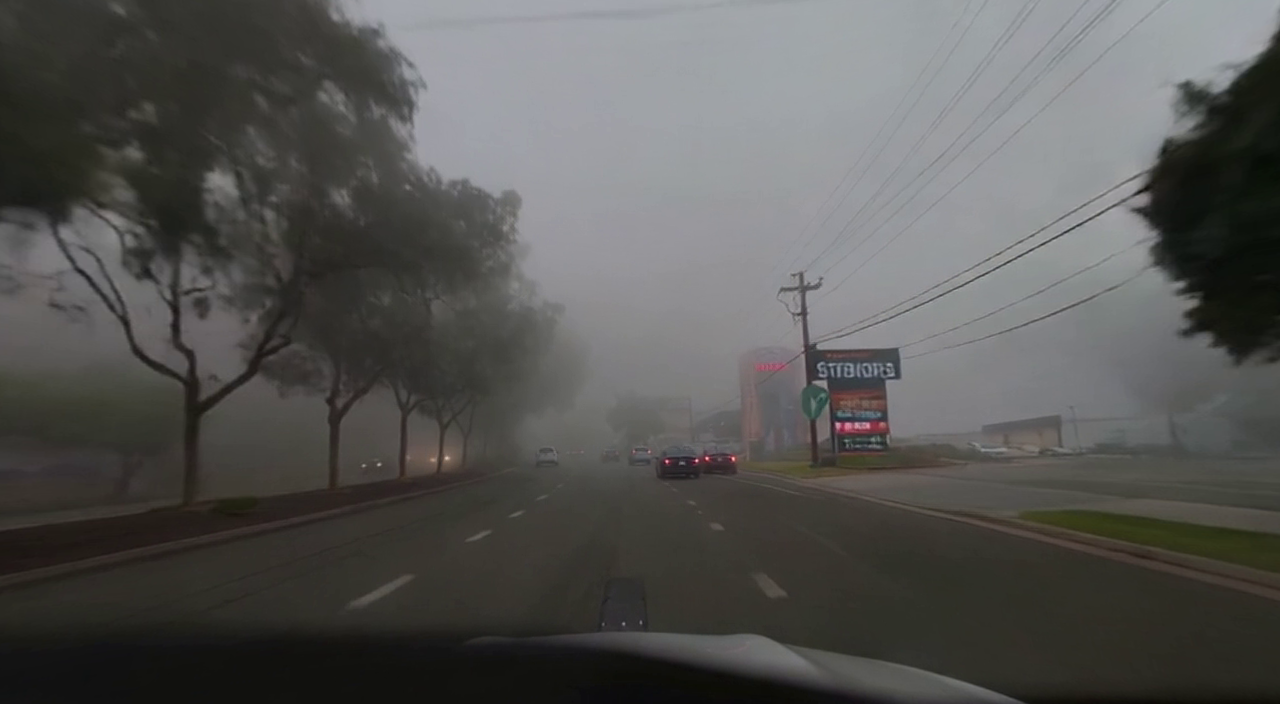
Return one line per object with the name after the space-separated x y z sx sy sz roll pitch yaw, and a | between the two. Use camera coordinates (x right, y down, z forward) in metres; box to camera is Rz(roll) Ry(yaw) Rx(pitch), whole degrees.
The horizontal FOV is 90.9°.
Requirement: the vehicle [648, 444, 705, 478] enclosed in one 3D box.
1.617 5.120 29.888 2.130 1.476 4.453 0 -9 -4 | vehicle
